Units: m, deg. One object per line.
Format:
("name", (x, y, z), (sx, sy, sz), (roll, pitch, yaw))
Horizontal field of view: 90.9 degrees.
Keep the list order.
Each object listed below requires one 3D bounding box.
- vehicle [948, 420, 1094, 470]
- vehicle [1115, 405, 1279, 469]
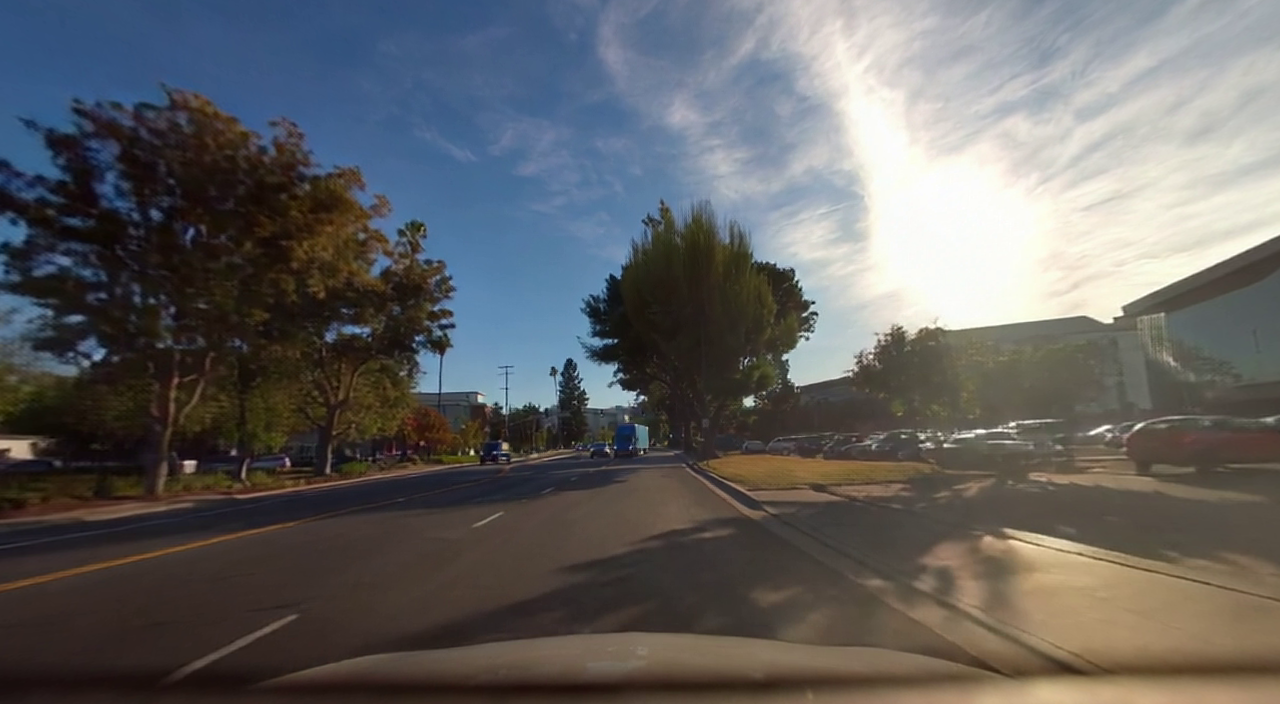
("vehicle", (16.435, 4.034, 27.326), (5.051, 2.038, 2.142), (1, -9, -9))
("vehicle", (17.445, 2.635, 19.354), (4.653, 1.782, 2.042), (3, -9, -16))
